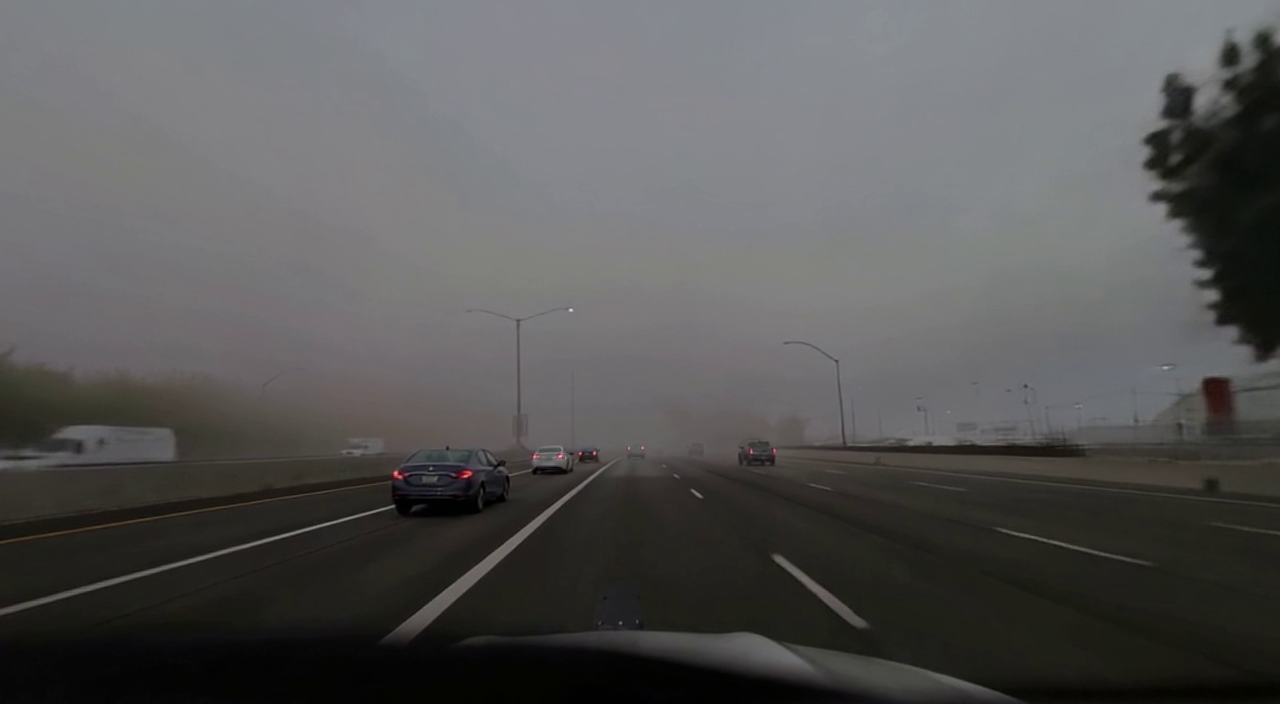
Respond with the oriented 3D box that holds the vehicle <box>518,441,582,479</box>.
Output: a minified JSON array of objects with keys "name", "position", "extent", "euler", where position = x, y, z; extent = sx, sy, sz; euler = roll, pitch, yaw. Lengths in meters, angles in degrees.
[{"name":"vehicle","position":[-3.792,4.662,27.553],"extent":[2.047,1.469,4.614],"euler":[-1,-9,1]}]

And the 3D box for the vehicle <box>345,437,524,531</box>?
[{"name":"vehicle","position":[-3.595,2.386,12.010],"extent":[1.959,1.433,4.291],"euler":[0,-9,0]}]

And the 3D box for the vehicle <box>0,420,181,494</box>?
[{"name":"vehicle","position":[-35.683,6.728,41.119],"extent":[3.017,4.115,11.213],"euler":[0,-9,0]}]

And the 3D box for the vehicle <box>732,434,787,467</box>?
[{"name":"vehicle","position":[6.863,5.741,36.737],"extent":[2.147,1.769,4.666],"euler":[0,-9,-2]}]
